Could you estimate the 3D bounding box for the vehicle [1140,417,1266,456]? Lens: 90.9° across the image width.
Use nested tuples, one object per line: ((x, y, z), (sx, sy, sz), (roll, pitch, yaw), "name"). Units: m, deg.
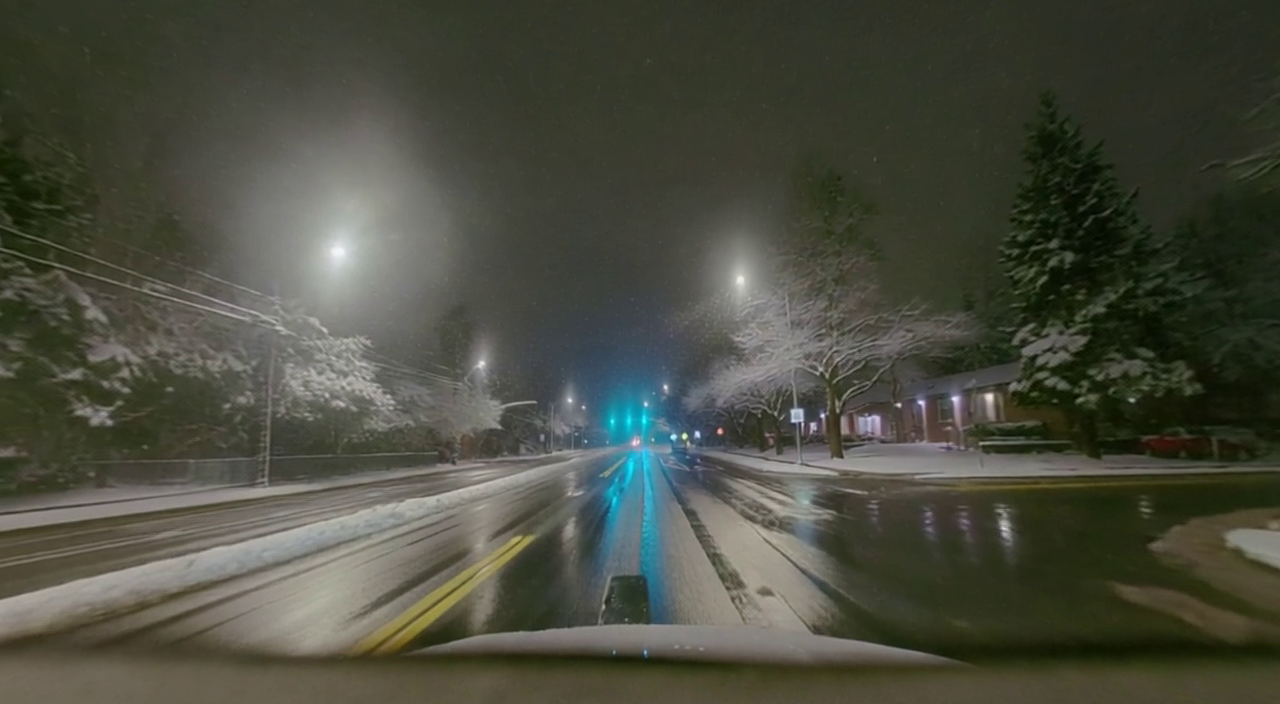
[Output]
((28.617, 4.378, 32.295), (2.041, 1.826, 4.925), (0, -8, 3), "vehicle")
